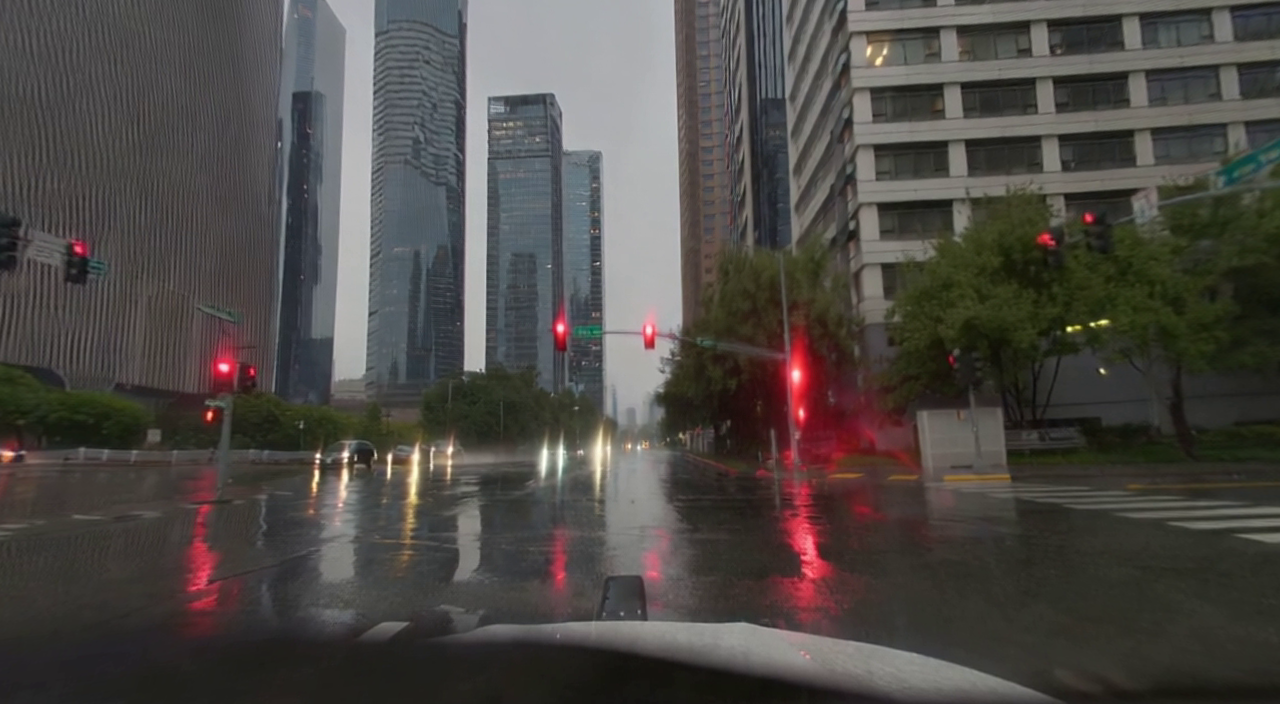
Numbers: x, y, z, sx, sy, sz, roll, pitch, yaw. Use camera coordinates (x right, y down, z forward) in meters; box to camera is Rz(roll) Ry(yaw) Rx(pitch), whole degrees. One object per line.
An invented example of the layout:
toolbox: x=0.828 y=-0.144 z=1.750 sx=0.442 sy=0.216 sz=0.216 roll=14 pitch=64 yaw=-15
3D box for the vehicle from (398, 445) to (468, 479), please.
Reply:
vehicle: x=-11.605 y=6.210 z=35.758 sx=2.069 sy=1.771 sz=4.947 roll=0 pitch=-9 yaw=3
